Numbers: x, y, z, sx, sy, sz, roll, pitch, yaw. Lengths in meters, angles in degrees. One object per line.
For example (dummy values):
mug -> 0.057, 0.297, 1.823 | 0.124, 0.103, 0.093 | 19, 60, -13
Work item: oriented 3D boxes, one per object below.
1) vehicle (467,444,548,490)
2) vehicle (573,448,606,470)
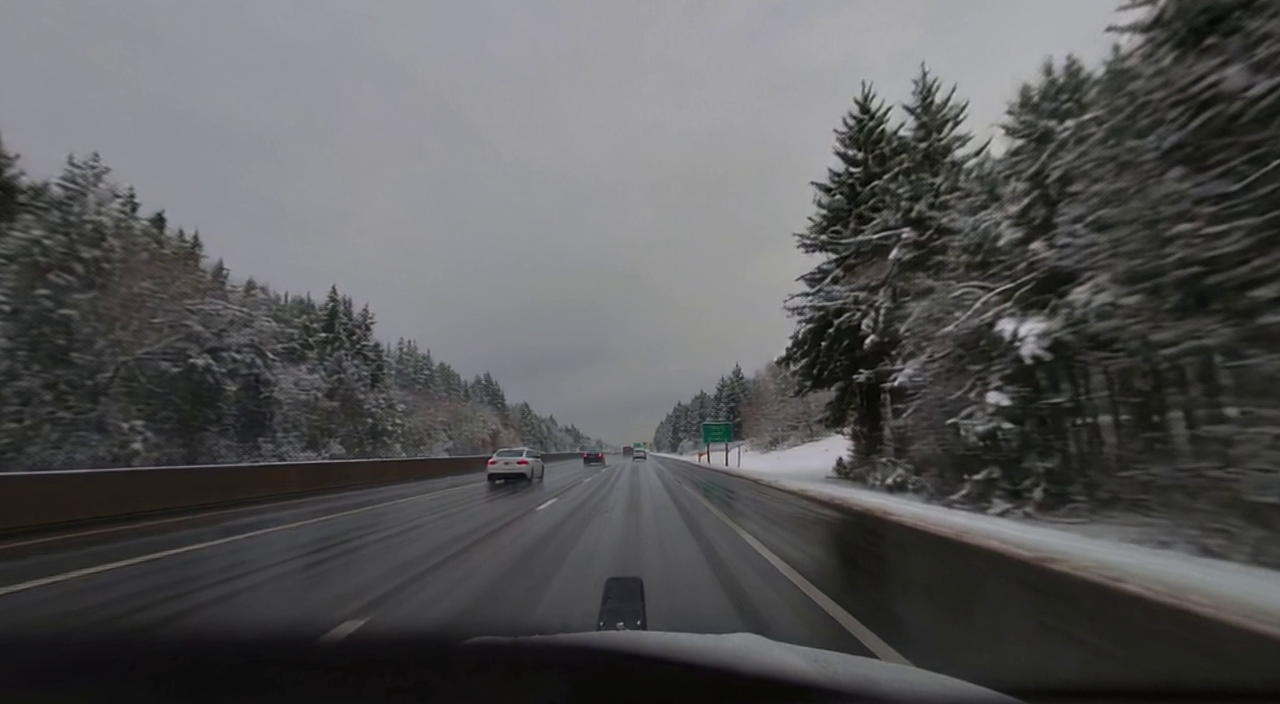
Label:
vehicle -> -4.724, 4.176, 23.159 | 1.975, 1.501, 4.603 | 0, -9, 0
vehicle -> -3.490, 7.521, 44.384 | 2.005, 1.474, 3.921 | 0, -9, 0
